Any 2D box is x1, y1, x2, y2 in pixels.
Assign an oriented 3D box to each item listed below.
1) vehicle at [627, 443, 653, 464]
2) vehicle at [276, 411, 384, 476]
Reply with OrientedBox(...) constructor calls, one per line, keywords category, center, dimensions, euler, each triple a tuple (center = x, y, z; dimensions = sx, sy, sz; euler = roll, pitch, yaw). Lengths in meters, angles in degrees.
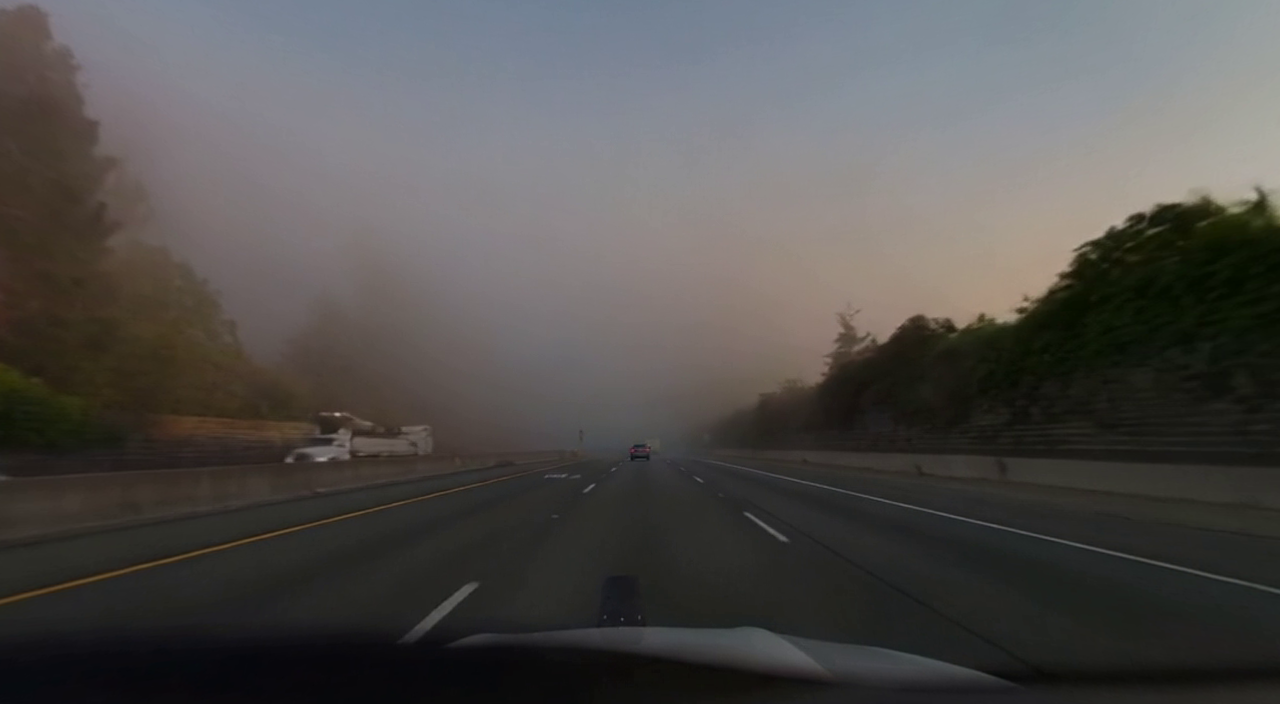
OrientedBox(category="vehicle", center=(0.004, 7.719, 47.887), dimensions=(1.873, 1.529, 3.953), euler=(0, -9, 0))
OrientedBox(category="vehicle", center=(-19.914, 5.988, 41.212), dimensions=(2.984, 3.802, 7.929), euler=(0, -9, -1))
